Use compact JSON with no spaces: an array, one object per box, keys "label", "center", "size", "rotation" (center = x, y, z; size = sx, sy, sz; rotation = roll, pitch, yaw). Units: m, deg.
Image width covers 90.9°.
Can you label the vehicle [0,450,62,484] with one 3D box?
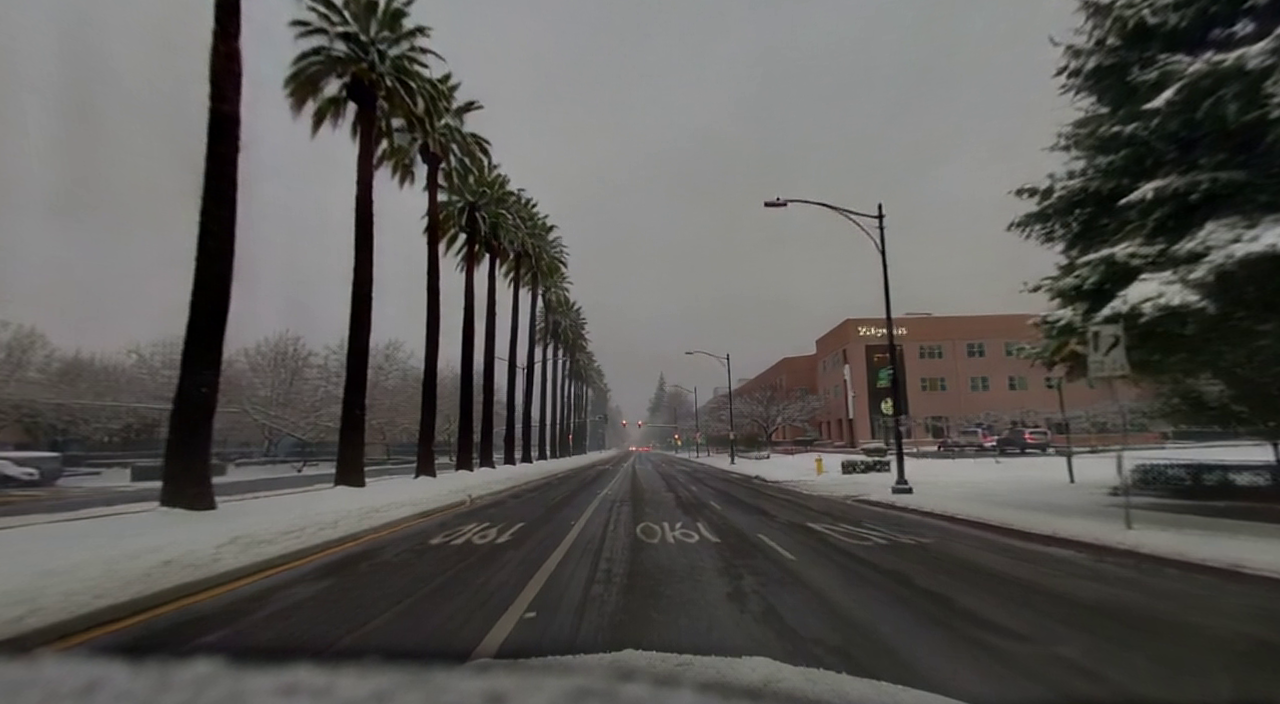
[{"label":"vehicle","center":[-35.685,6.398,35.146],"size":[2.020,1.768,5.003],"rotation":[-1,-8,2]}]

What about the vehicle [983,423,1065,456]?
[{"label":"vehicle","center":[23.133,5.322,38.226],"size":[2.222,1.818,5.099],"rotation":[-1,-9,7]}]

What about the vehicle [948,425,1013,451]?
[{"label":"vehicle","center":[24.865,6.340,46.226],"size":[2.095,1.692,5.051],"rotation":[-2,-10,3]}]
